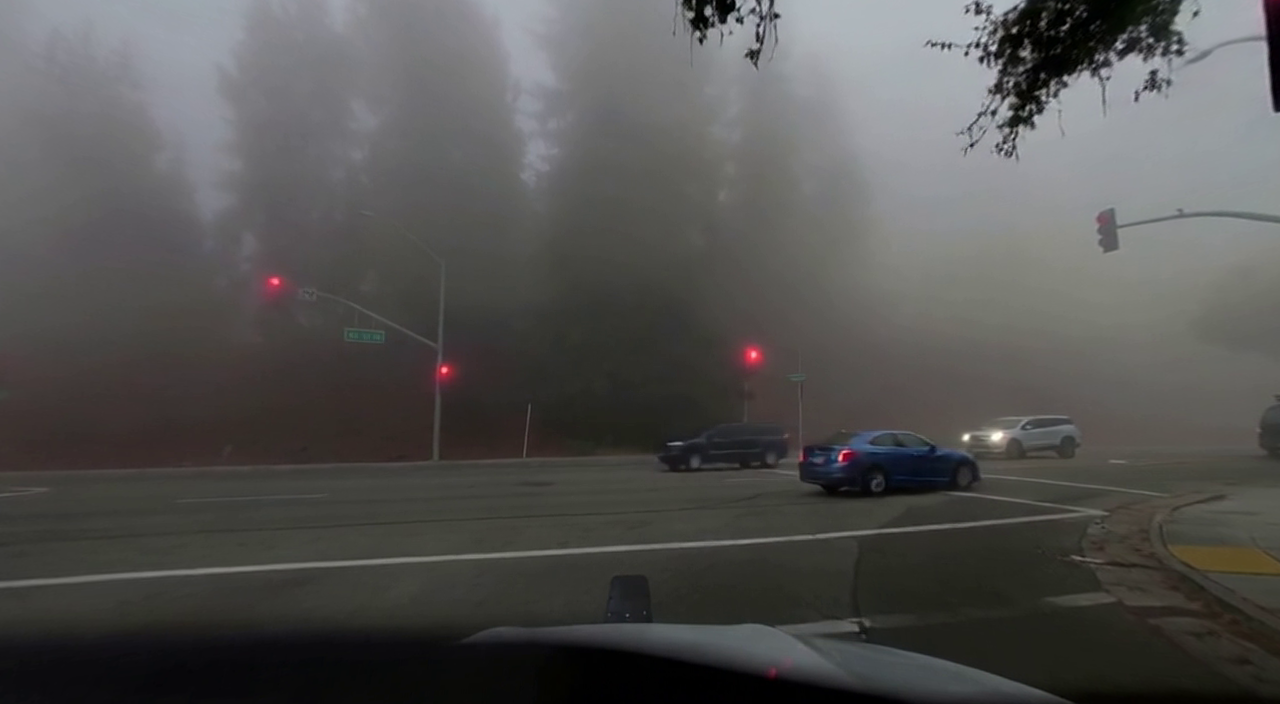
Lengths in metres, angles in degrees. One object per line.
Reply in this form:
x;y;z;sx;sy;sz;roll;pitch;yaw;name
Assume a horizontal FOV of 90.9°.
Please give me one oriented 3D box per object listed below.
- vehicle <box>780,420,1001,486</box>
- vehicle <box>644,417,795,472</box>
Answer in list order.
6.082;2.456;15.493;4.757;1.442;1.858;2;-9;-13;vehicle
2.812;3.319;22.661;4.966;1.806;2.007;2;-9;-15;vehicle
